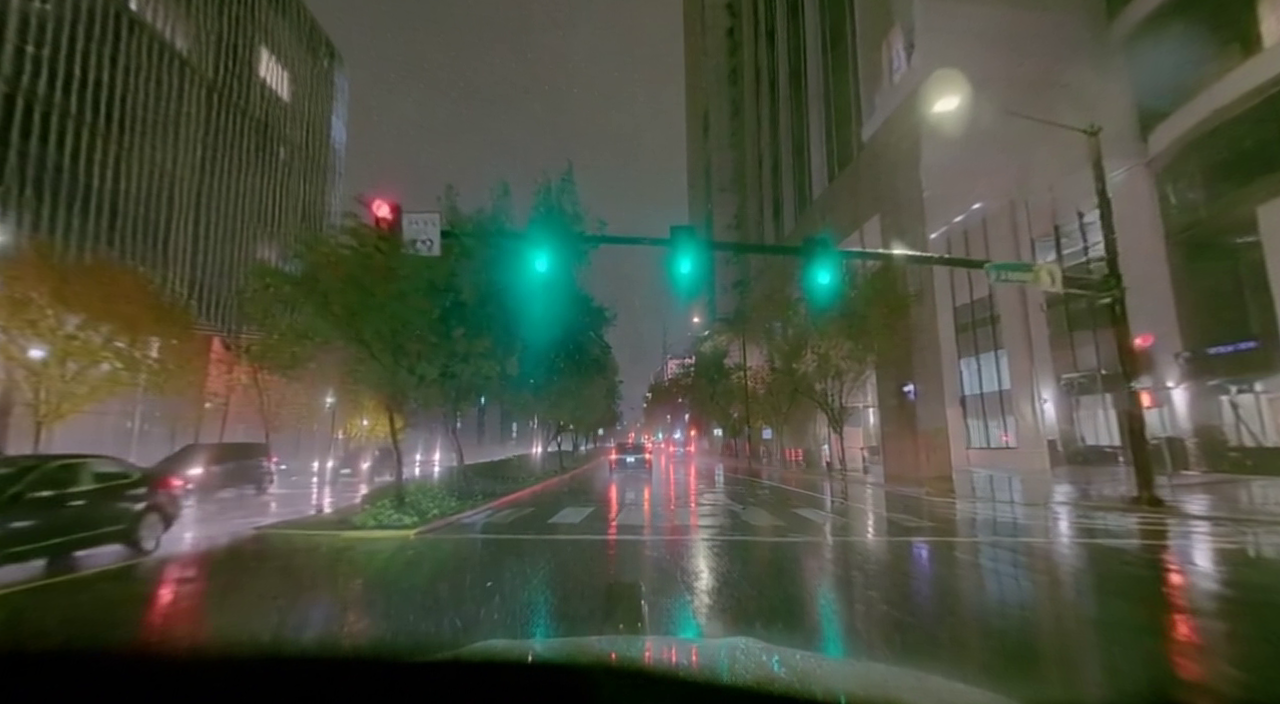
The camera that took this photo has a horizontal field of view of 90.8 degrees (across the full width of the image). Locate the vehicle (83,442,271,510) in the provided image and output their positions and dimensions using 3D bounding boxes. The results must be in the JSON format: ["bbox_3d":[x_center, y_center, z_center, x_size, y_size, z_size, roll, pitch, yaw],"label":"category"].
[{"bbox_3d":[-12.315,3.271,17.245,2.000,1.507,4.286,-2,-8,-2],"label":"vehicle"}]

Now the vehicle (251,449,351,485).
[{"bbox_3d":[-16.215,5.506,30.618,2.017,1.315,5.374,-5,-8,-1],"label":"vehicle"}]

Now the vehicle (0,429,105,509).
[{"bbox_3d":[-15.663,2.774,14.800,2.119,1.815,4.795,-3,-8,-1],"label":"vehicle"}]

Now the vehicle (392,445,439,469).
[{"bbox_3d":[-17.186,8.019,48.617,2.055,1.577,4.710,-4,-8,-2],"label":"vehicle"}]

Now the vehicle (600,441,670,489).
[{"bbox_3d":[-0.181,3.828,21.824,2.144,1.398,3.963,2,-8,-1],"label":"vehicle"}]
